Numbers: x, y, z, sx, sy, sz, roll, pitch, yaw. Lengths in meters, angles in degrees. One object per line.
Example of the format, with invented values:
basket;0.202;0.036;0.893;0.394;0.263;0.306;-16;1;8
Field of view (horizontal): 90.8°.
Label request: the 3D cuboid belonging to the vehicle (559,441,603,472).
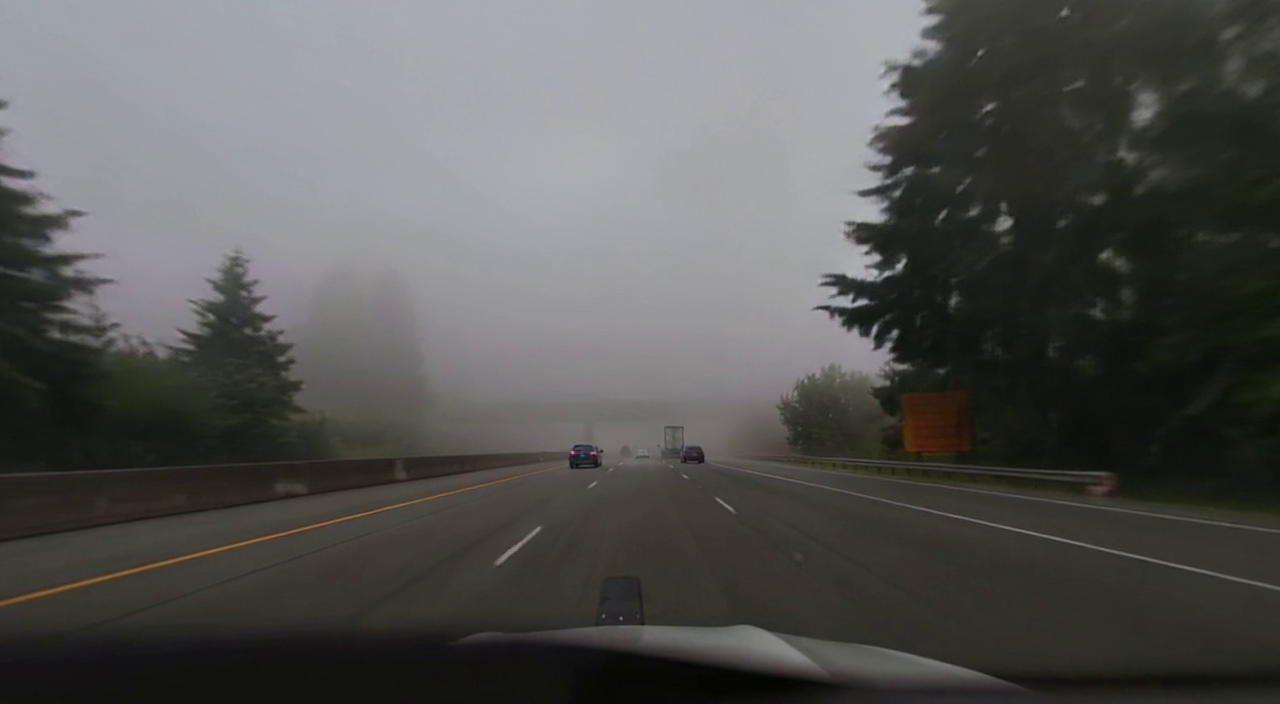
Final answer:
vehicle;-3.567;6.478;39.270;2.238;1.792;4.518;0;-9;1
